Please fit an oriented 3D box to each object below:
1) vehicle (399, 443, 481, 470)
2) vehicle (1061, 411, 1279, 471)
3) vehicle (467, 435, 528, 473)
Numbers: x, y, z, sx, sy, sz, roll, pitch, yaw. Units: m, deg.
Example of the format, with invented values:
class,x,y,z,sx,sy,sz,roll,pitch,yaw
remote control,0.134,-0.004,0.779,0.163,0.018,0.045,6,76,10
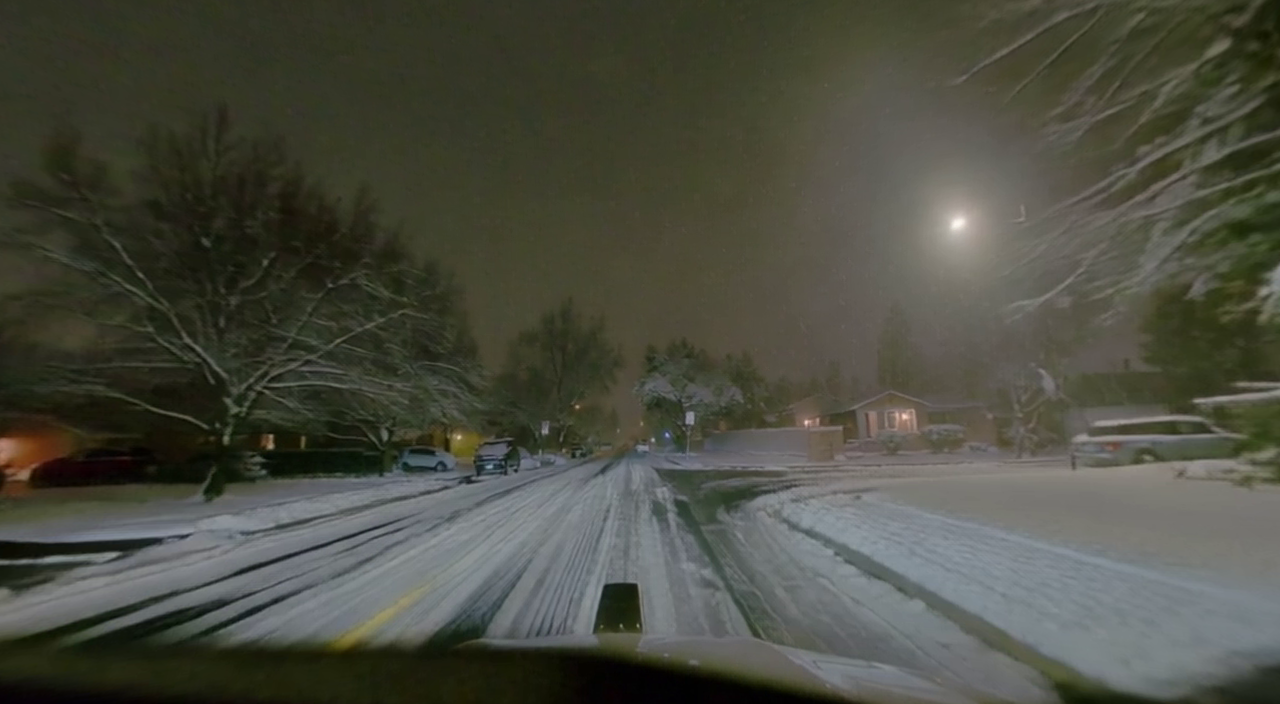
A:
class,x,y,z,sx,sy,sz,roll,pitch,yaw
vehicle,-12.597,6.596,40.019,4.538,1.578,2.000,0,-8,1
vehicle,13.691,2.312,16.417,4.086,1.450,1.830,-1,-8,4
vehicle,-7.638,5.563,34.438,2.091,1.912,4.598,0,-9,2
